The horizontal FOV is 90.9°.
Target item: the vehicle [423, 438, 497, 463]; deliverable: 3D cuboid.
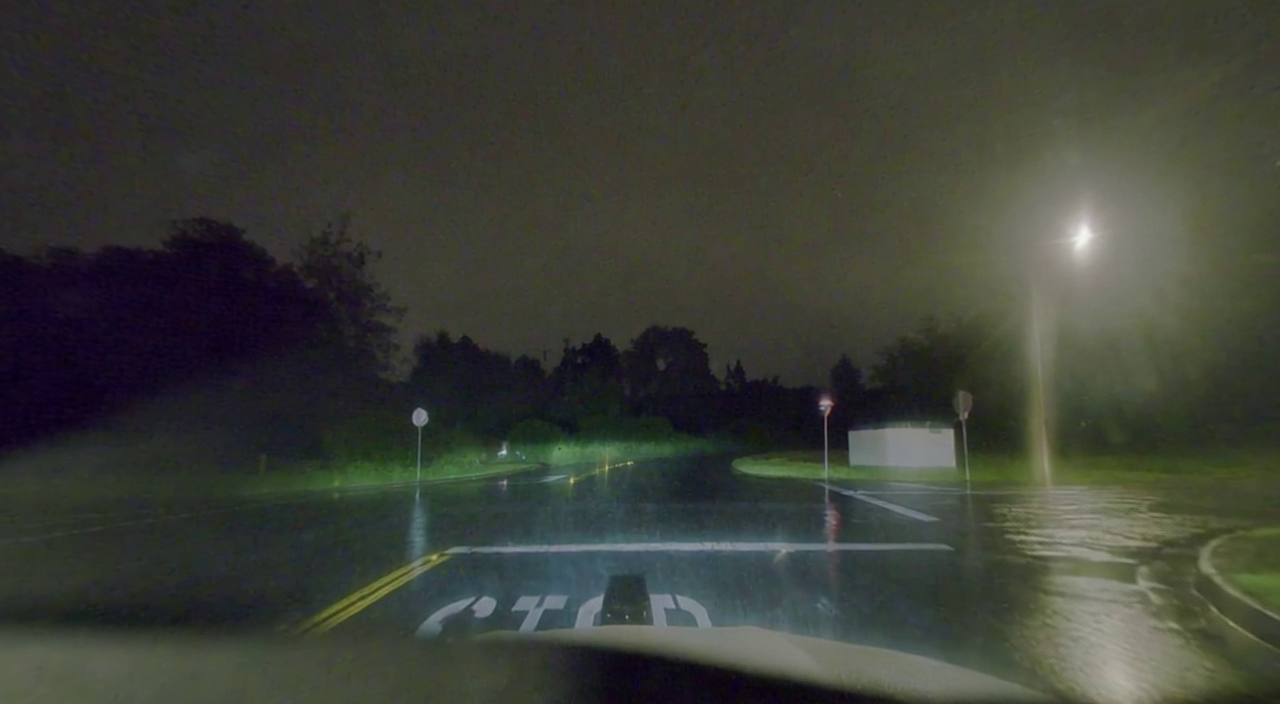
[{"bbox_3d":[-12.655,6.952,44.543,4.590,1.735,1.973,0,-9,3],"label":"vehicle"}]
